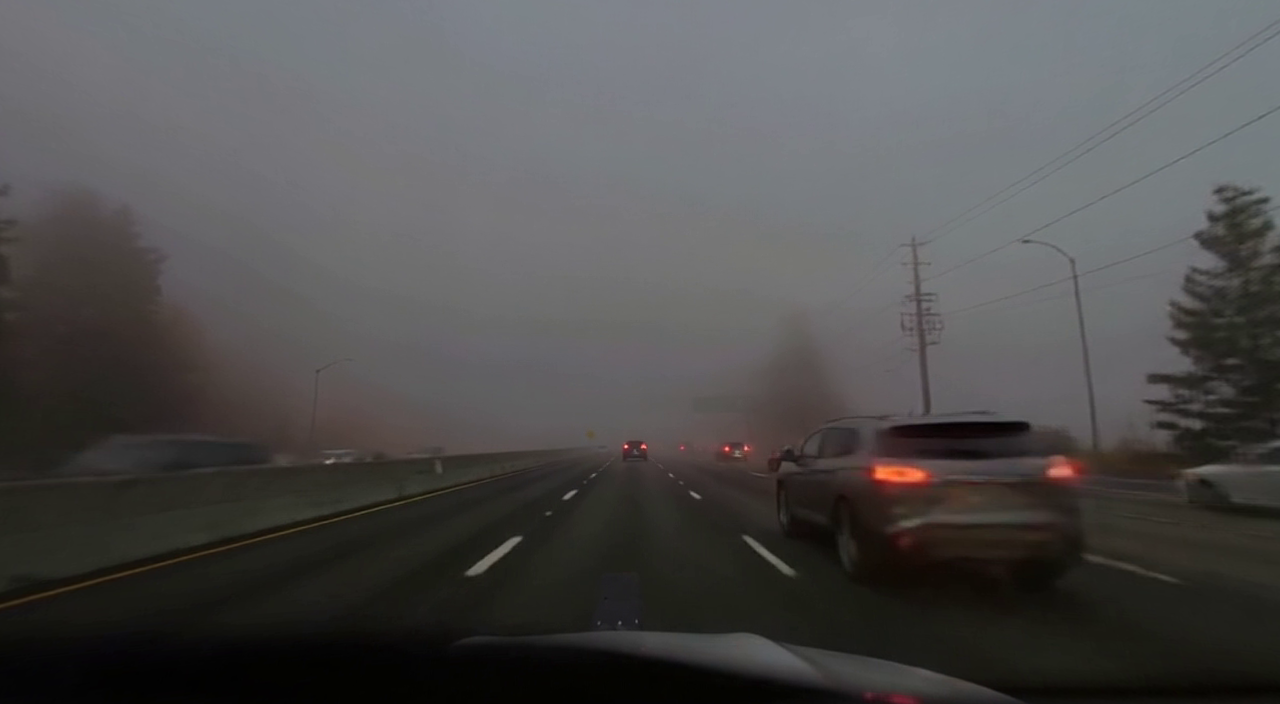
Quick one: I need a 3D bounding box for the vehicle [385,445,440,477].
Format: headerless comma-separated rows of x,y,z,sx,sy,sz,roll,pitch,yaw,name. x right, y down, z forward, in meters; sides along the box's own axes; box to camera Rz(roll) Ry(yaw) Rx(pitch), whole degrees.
-15.645,7.475,43.563,2.010,2.033,5.111,1,-8,-2,vehicle

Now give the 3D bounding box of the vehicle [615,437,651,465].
-0.504,6.687,42.556,2.314,1.796,4.254,0,-8,-1,vehicle

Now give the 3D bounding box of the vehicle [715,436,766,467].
6.419,6.405,40.652,2.145,1.822,4.791,1,-8,-4,vehicle

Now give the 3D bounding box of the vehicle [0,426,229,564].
-8.783,2.013,9.497,2.047,1.650,4.600,0,-8,-1,vehicle

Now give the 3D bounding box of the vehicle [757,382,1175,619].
2.988,1.501,7.368,2.152,1.821,4.853,0,-8,-2,vehicle

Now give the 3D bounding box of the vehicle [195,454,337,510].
-11.858,4.109,20.376,1.893,1.508,4.418,0,-8,0,vehicle

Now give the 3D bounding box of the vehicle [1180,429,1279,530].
10.372,1.774,8.554,1.890,1.474,4.662,0,-8,-1,vehicle
